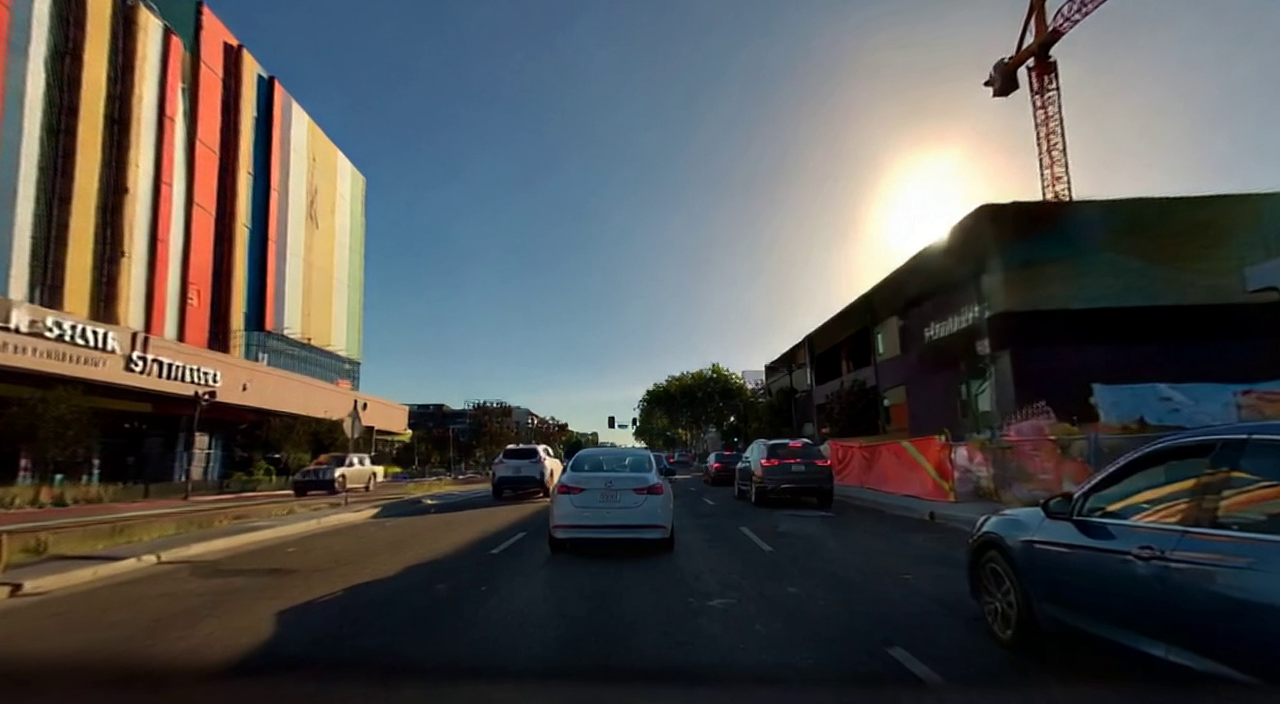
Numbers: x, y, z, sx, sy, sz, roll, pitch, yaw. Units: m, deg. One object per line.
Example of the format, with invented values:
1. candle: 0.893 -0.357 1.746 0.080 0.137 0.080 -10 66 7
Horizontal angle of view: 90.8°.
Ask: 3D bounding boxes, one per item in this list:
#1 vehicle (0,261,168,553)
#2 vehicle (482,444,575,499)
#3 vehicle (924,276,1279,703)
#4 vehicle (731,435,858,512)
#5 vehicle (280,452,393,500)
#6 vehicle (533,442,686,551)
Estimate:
1. vehicle: -9.110 0.810 8.480 2.592 3.548 3.414 -2 -9 4
2. vehicle: -3.705 4.037 21.823 2.201 1.691 4.305 -1 -8 3
3. vehicle: 3.509 0.742 2.661 2.182 1.954 5.341 0 -8 1
4. vehicle: 4.025 3.238 17.470 2.185 1.797 4.934 0 -8 -1
5. vehicle: -12.633 5.162 26.749 2.136 1.764 4.855 -1 -8 4
6. vehicle: -0.363 2.325 10.946 2.131 1.496 4.193 0 -8 2
